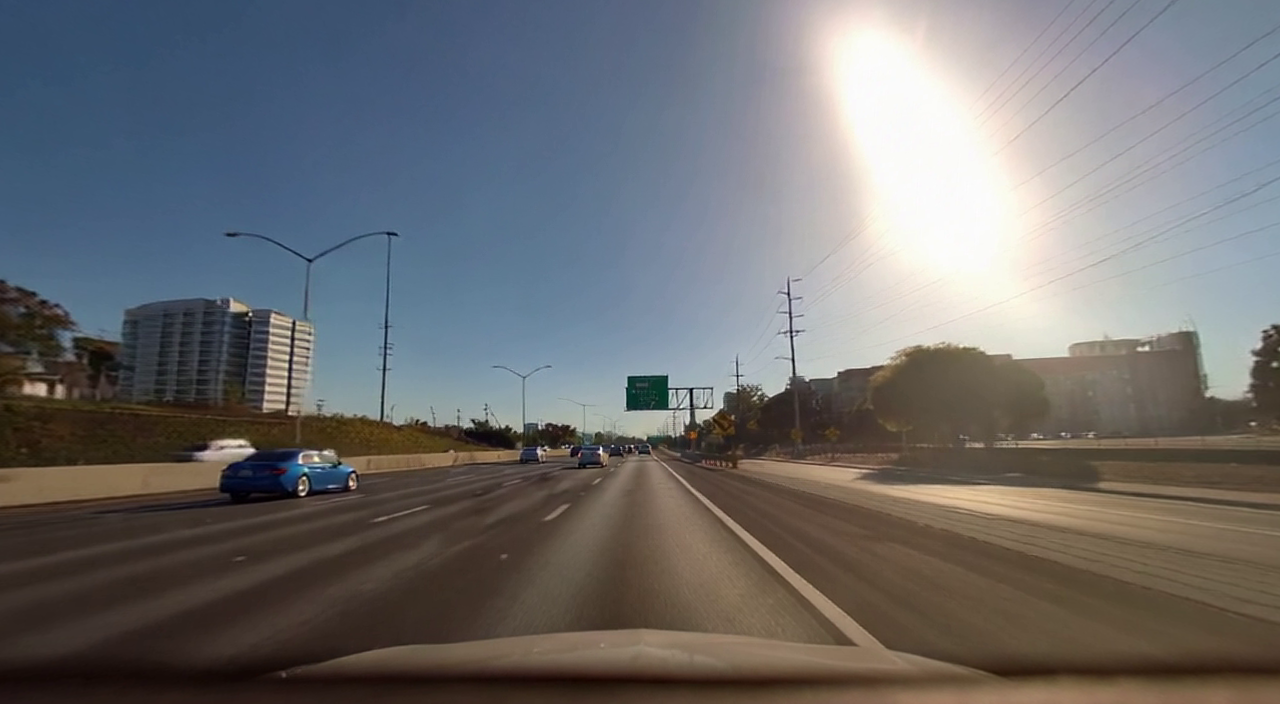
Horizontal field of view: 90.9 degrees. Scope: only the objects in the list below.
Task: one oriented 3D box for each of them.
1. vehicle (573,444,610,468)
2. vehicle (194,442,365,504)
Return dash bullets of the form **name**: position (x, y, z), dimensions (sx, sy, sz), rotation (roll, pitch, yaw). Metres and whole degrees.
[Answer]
- **vehicle**: position (-3.107, 6.835, 41.608), dimensions (2.050, 1.479, 4.342), rotation (0, -8, 1)
- **vehicle**: position (-10.069, 3.386, 18.212), dimensions (2.002, 1.526, 4.822), rotation (0, -8, 1)
